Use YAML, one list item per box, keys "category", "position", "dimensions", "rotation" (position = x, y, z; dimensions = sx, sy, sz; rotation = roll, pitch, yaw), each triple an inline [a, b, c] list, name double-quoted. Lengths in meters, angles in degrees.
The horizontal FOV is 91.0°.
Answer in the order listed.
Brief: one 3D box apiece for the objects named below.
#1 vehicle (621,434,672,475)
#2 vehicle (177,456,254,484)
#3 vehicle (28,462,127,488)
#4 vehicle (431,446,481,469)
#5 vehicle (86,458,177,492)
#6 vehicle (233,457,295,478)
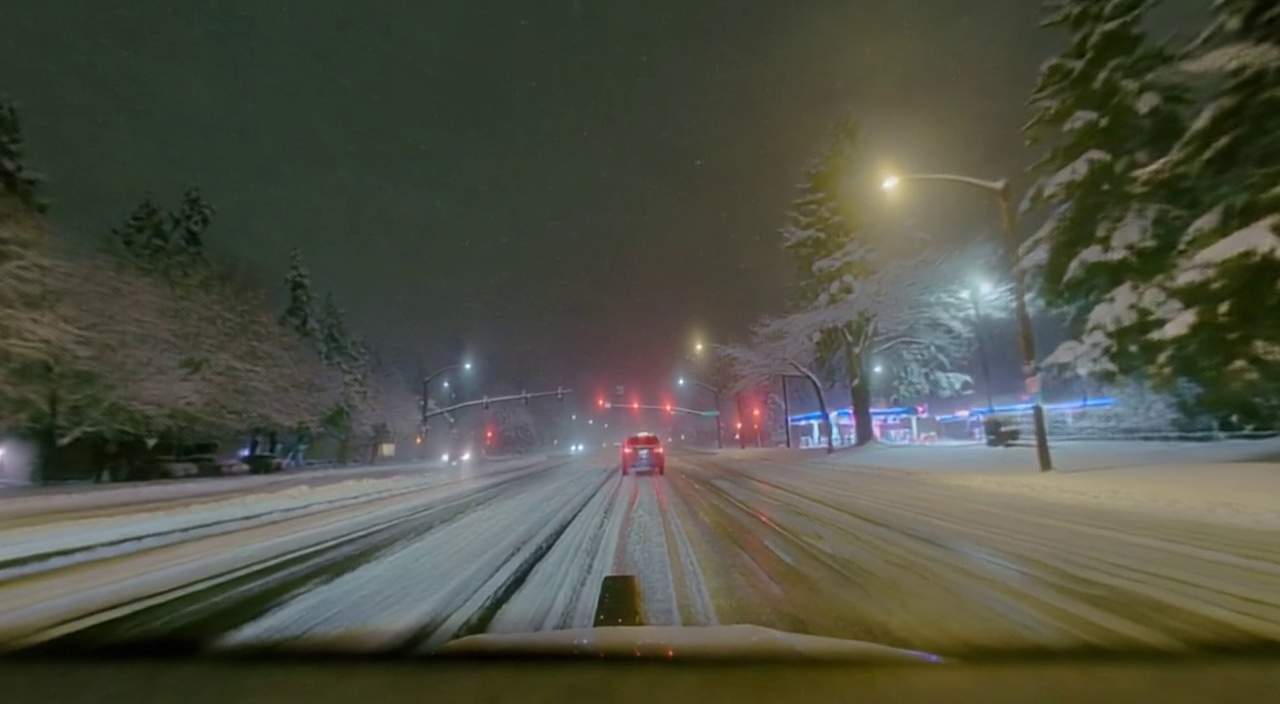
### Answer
- category: "vehicle"
  position: [0.288, 4.743, 29.317]
  dimensions: [2.213, 1.715, 4.242]
  rotation: [0, -9, 0]
- category: "vehicle"
  position: [-28.088, 7.748, 41.623]
  dimensions: [4.428, 1.708, 1.952]
  rotation: [-4, -9, 21]
- category: "vehicle"
  position: [-38.238, 8.353, 42.945]
  dimensions: [4.536, 1.613, 2.000]
  rotation: [4, -9, -25]
- category: "vehicle"
  position: [-12.355, 7.113, 42.605]
  dimensions: [1.911, 1.489, 4.423]
  rotation: [-1, -8, 2]
- category: "vehicle"
  position: [-28.052, 6.702, 34.689]
  dimensions: [4.662, 1.677, 2.026]
  rotation: [-5, -9, 27]
- category: "vehicle"
  position: [-28.560, 8.754, 47.774]
  dimensions: [4.538, 1.469, 1.912]
  rotation: [-5, -10, 29]
